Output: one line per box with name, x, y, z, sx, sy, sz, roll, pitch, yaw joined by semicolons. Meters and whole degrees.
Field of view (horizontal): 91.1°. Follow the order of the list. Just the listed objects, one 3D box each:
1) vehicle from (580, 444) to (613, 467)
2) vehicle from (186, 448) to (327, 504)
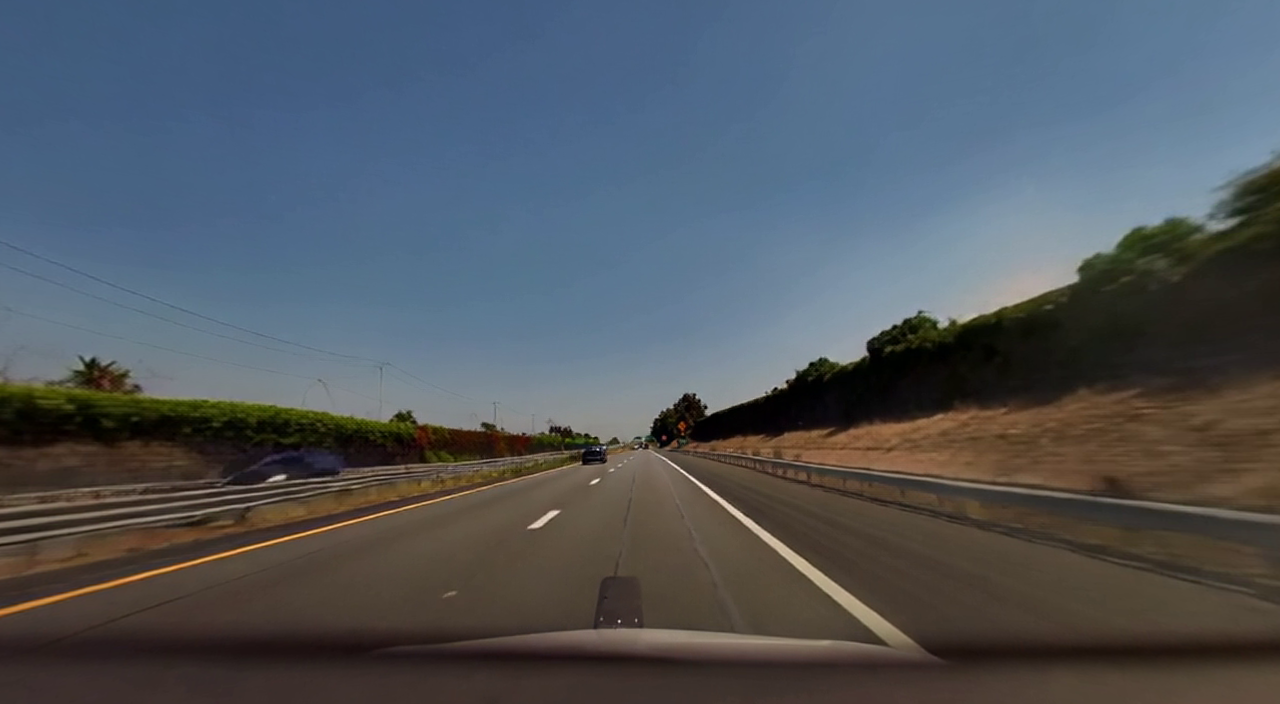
vehicle;-3.275;7.888;48.077;2.139;1.577;4.546;-2;-9;1
vehicle;-12.603;4.081;21.077;1.937;1.655;4.304;0;-9;1
